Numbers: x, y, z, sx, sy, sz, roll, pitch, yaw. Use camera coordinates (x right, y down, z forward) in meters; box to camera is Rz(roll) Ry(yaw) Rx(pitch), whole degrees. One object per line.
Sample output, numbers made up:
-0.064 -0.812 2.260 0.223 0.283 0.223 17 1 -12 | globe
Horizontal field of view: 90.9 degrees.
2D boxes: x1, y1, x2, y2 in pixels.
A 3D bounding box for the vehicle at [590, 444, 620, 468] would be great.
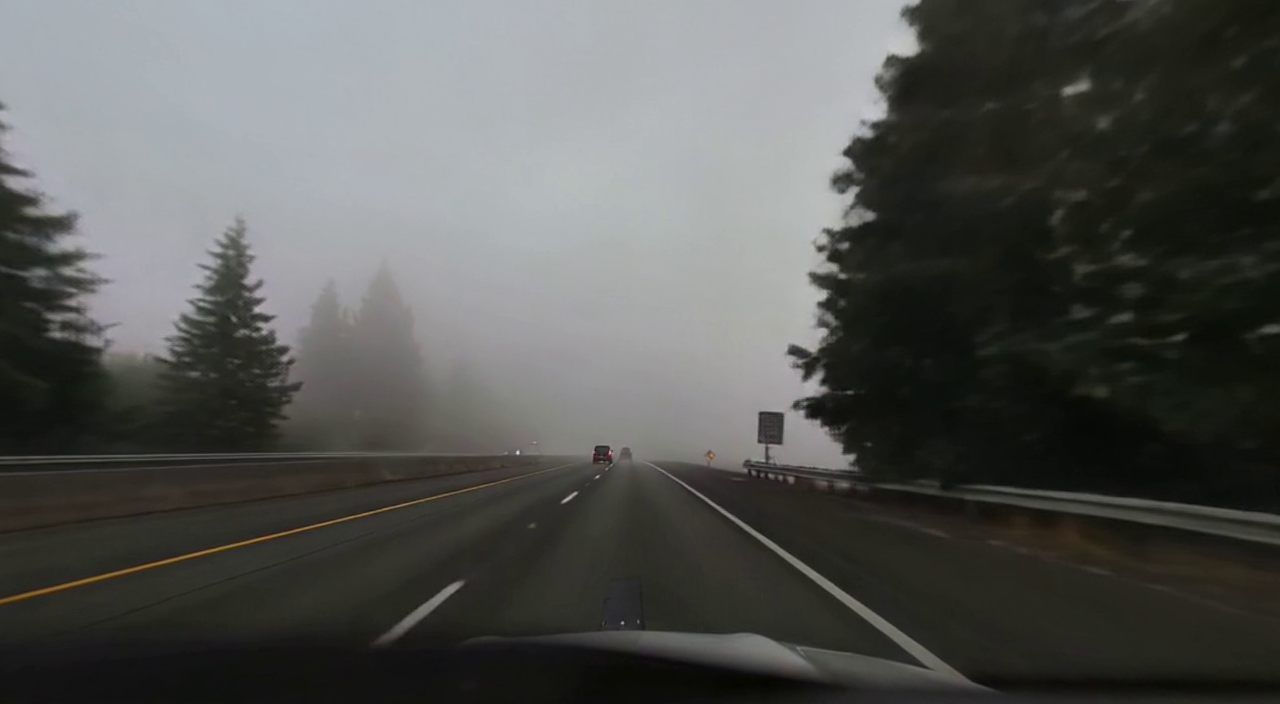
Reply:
-2.669 8.143 49.485 2.135 1.755 4.476 0 -9 0 | vehicle
